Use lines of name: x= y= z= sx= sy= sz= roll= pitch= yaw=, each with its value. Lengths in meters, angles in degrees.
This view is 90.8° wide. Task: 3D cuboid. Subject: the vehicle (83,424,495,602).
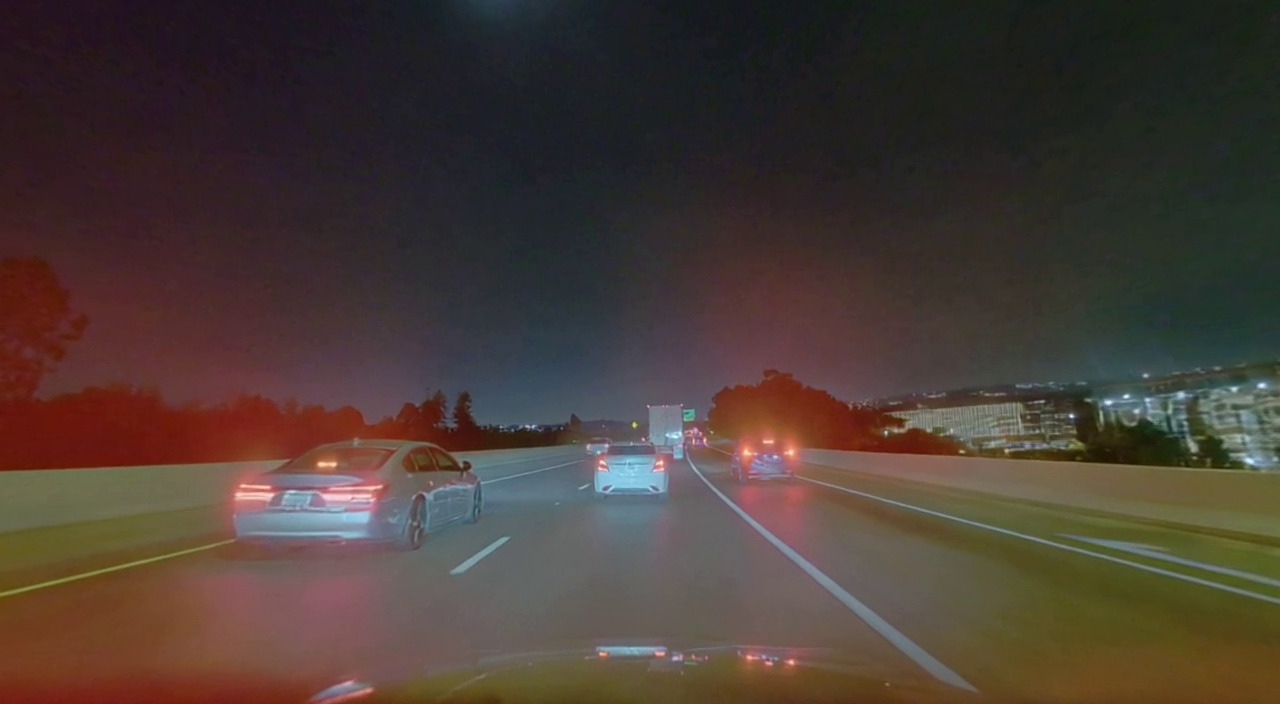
vehicle: x=-3.541 y=1.740 z=7.874 sx=2.130 sy=1.474 sz=5.027 roll=-1 pitch=-9 yaw=2

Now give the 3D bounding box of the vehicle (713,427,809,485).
vehicle: x=3.777 y=3.356 z=20.641 sx=2.166 sy=1.666 sz=4.618 roll=0 pitch=-9 yaw=0

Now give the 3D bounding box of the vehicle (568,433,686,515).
vehicle: x=-0.200 y=2.527 z=13.515 sx=2.136 sy=1.470 sz=3.971 roll=-1 pitch=-9 yaw=1
